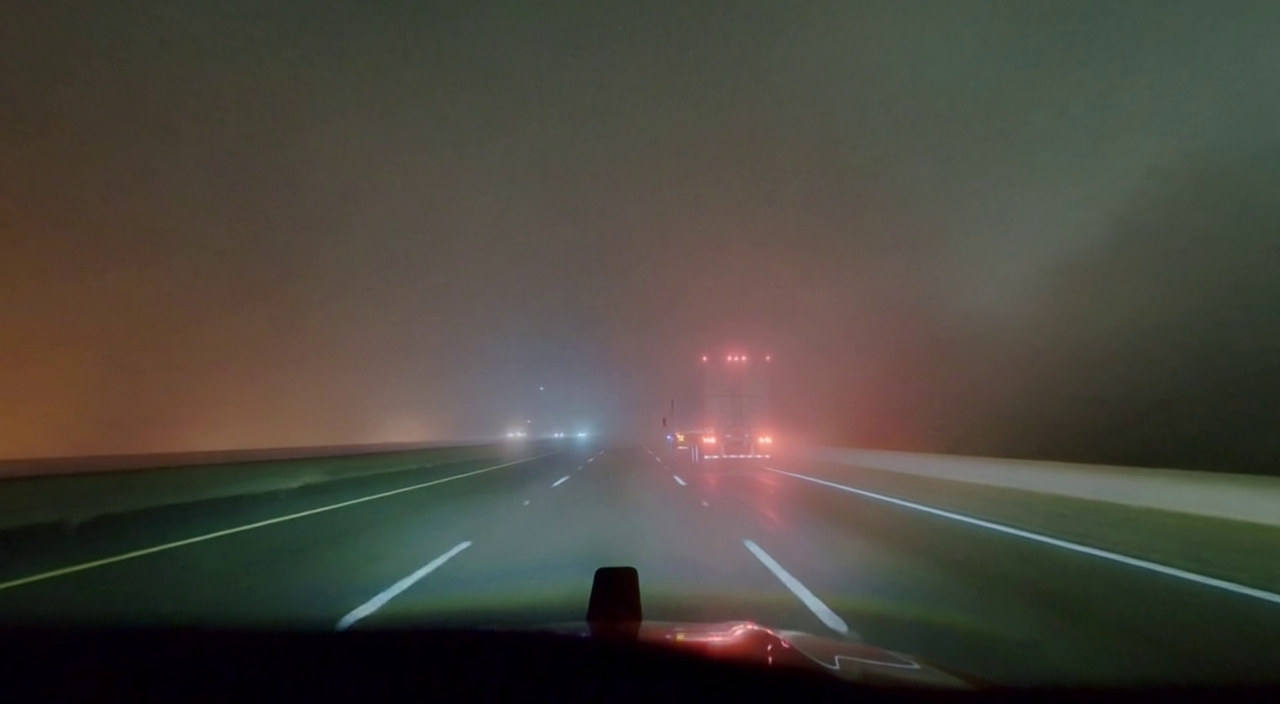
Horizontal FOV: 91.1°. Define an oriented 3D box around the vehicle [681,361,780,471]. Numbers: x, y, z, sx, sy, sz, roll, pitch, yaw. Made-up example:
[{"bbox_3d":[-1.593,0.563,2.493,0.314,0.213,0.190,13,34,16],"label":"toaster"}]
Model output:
[{"bbox_3d":[3.558,2.867,27.089,2.859,3.981,8.596,0,-8,-1],"label":"vehicle"}]
